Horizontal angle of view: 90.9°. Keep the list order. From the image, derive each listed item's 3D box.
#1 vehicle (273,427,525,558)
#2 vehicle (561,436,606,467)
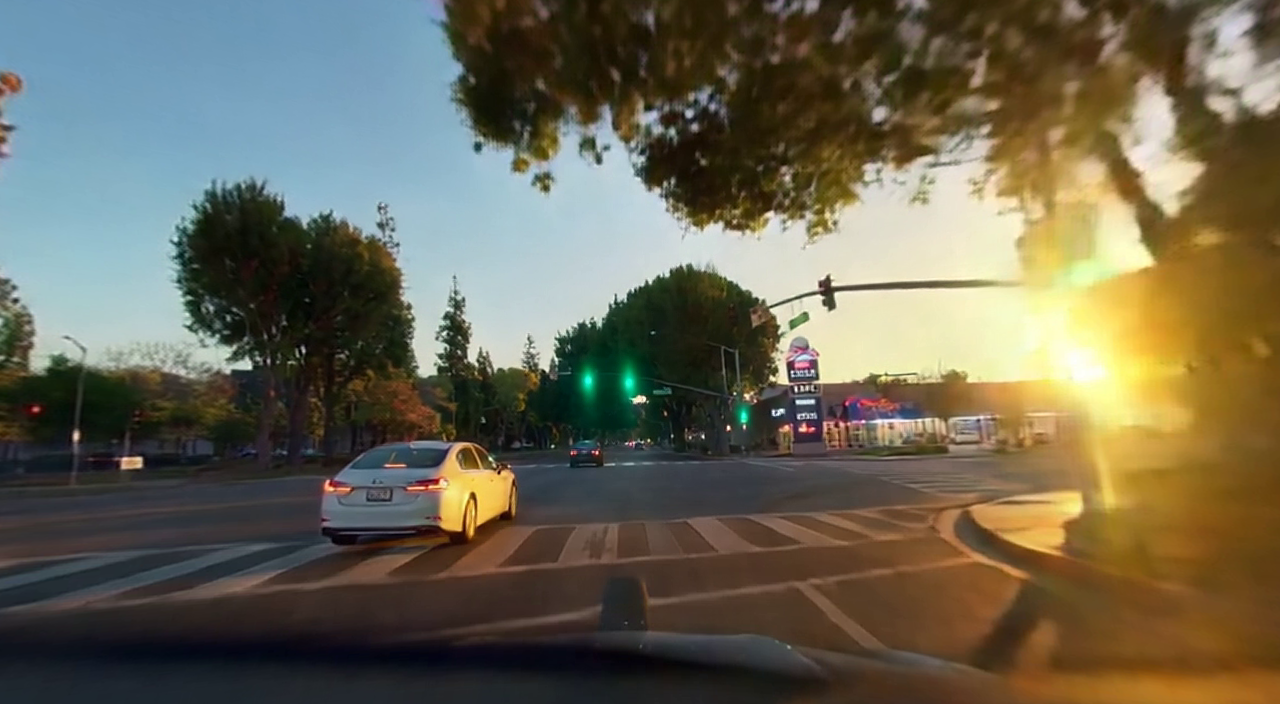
[{"bbox_3d":[-3.155,1.933,9.447,2.018,1.477,4.401,0,-8,0],"label":"vehicle"},{"bbox_3d":[-3.166,5.696,36.177,2.109,1.692,4.220,0,-8,1],"label":"vehicle"}]
